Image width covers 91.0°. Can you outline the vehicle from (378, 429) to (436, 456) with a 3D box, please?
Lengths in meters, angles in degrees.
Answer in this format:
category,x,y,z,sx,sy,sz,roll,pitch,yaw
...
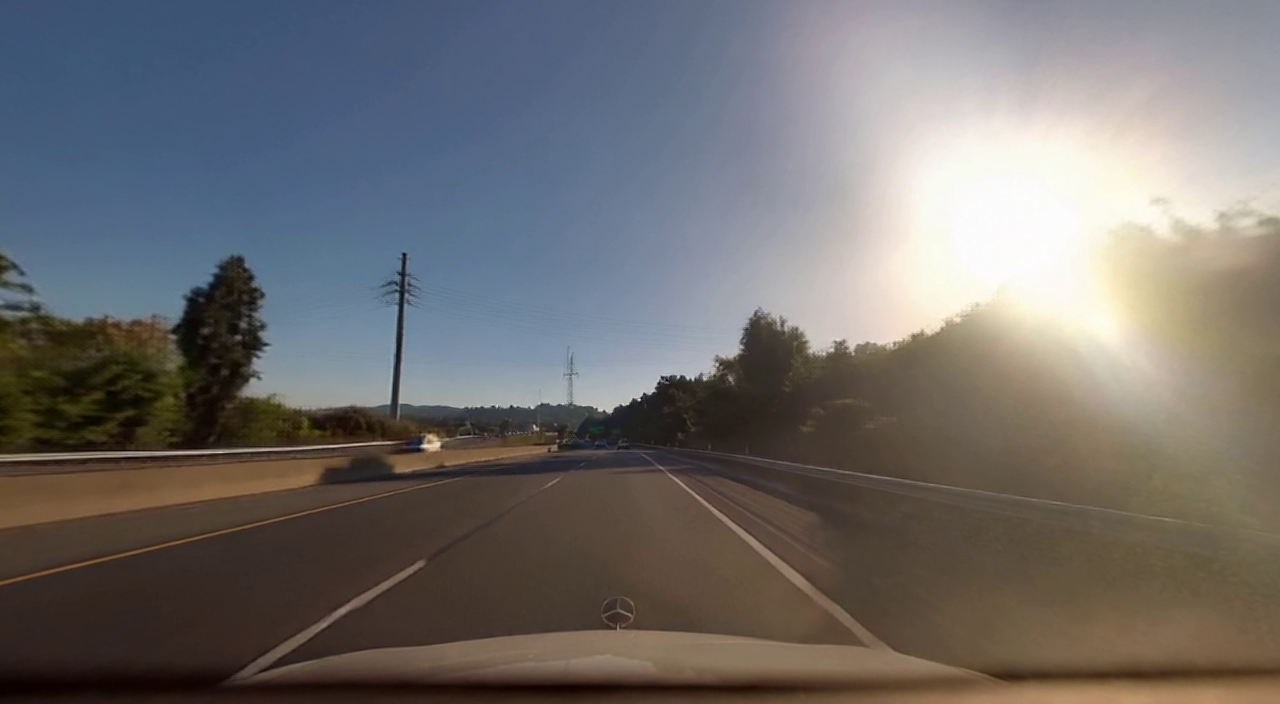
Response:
category,x,y,z,sx,sy,sz,roll,pitch,yaw
vehicle,-15.187,5.940,41.303,1.981,1.682,4.634,0,-8,0
